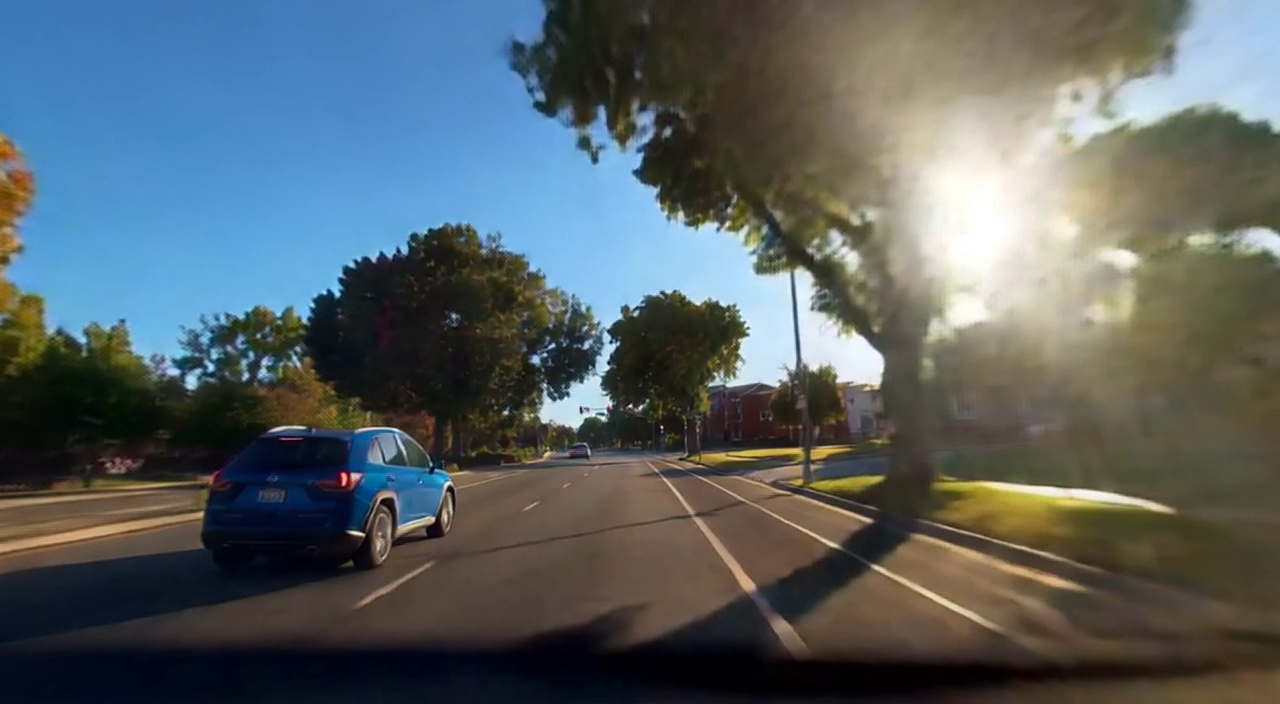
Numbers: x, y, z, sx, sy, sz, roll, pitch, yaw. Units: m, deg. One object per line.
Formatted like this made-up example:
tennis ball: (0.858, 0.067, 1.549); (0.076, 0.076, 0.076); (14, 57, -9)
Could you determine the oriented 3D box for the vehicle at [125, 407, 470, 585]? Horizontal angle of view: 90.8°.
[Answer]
vehicle: (-3.953, 1.737, 8.450); (2.121, 1.724, 4.392); (0, -9, 0)
